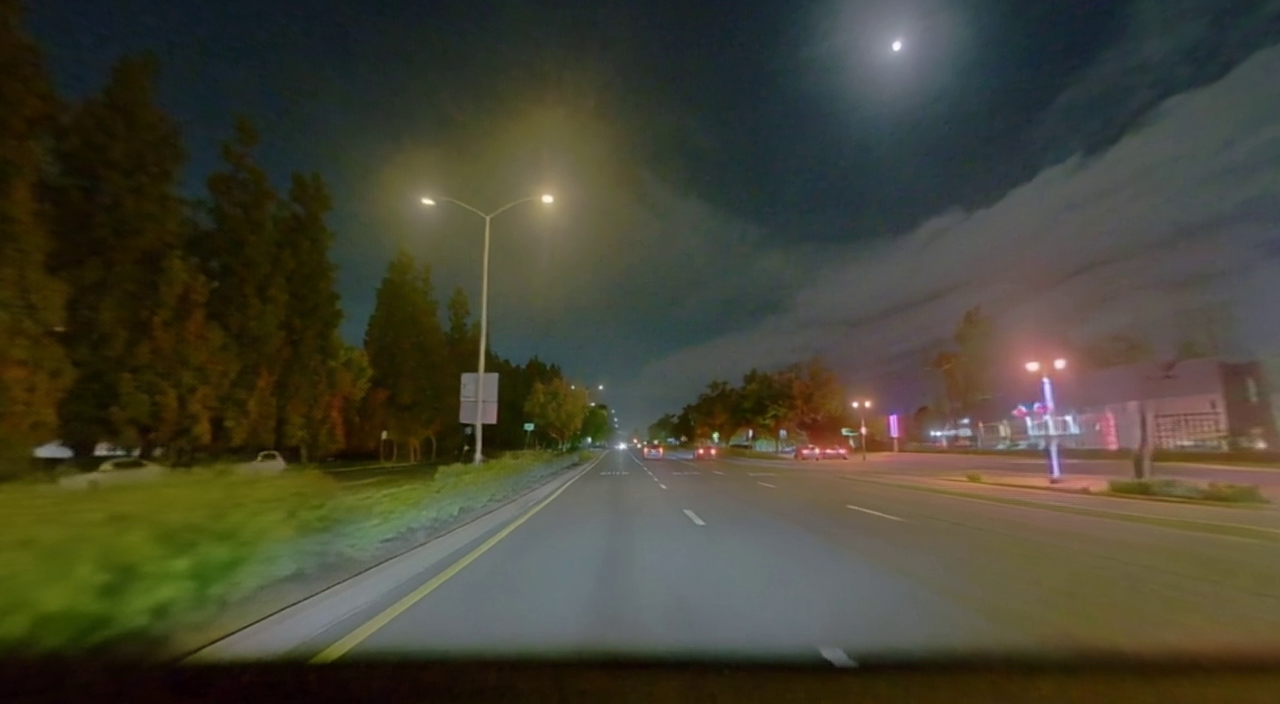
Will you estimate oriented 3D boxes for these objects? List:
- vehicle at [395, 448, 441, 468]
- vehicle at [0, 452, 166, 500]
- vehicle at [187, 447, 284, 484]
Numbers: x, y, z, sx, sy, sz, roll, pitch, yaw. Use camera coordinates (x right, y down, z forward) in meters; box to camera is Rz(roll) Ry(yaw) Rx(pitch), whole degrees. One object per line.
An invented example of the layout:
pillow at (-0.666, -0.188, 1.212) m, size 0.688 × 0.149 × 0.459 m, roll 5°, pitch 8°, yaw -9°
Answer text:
vehicle at (-17.168, 8.211, 49.081) m, size 1.961 × 1.480 × 4.520 m, roll 0°, pitch -9°, yaw 0°
vehicle at (-19.756, 4.346, 22.621) m, size 1.915 × 1.477 × 4.773 m, roll 0°, pitch -9°, yaw -1°
vehicle at (-20.079, 5.615, 31.602) m, size 1.957 × 1.643 × 4.460 m, roll 0°, pitch -8°, yaw -1°
